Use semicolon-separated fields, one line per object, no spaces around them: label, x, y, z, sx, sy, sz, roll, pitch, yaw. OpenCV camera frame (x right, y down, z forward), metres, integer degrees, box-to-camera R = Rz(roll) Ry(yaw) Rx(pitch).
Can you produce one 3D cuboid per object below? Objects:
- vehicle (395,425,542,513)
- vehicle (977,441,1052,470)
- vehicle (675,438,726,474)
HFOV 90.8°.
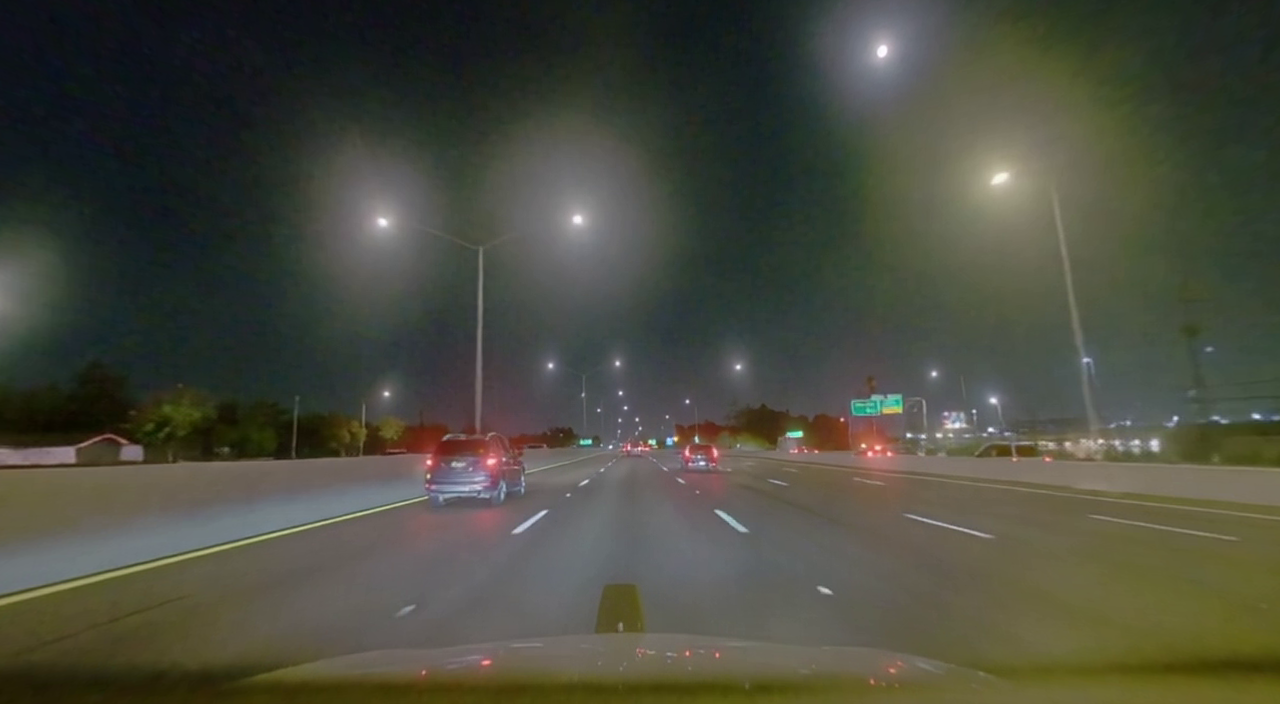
vehicle;-3.691;2.620;14.603;2.099;1.682;4.590;0;-9;0
vehicle;24.331;6.716;41.294;2.070;1.782;5.006;-1;-9;4
vehicle;2.890;5.083;31.128;1.997;1.638;4.281;0;-8;-1
